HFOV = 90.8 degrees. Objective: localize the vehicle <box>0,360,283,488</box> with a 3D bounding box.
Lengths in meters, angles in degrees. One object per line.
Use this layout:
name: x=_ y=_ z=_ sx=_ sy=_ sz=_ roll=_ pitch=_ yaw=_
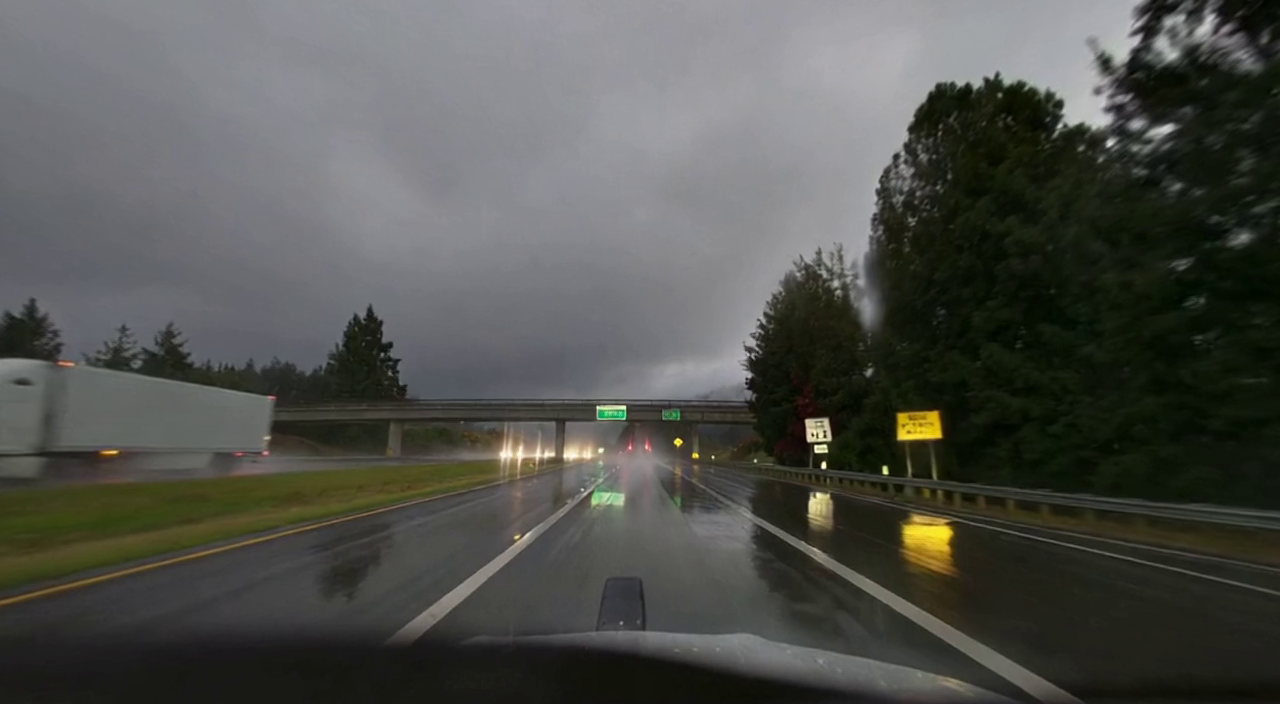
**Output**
vehicle: x=-21.121 y=3.400 z=27.411 sx=2.884 sy=4.099 sz=14.439 roll=0 pitch=-9 yaw=-1
